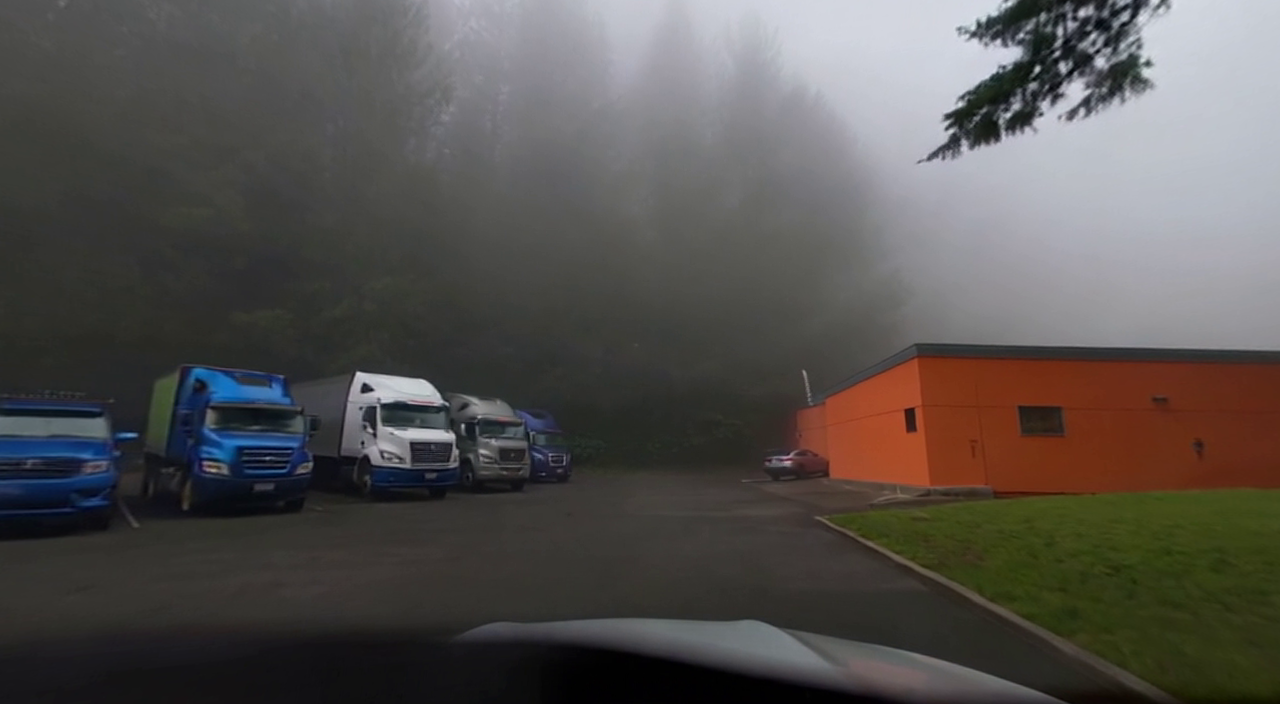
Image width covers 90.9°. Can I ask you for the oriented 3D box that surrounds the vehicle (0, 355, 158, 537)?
[{"bbox_3d":[-12.741,2.083,13.846,2.674,3.007,7.819,7,-12,-40],"label":"vehicle"}]

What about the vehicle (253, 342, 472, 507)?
[{"bbox_3d":[-9.829,2.623,21.051,2.948,4.069,11.906,8,-12,-41],"label":"vehicle"}]

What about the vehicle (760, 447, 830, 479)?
[{"bbox_3d":[7.927,5.605,32.127,3.473,1.506,1.809,8,-12,-44],"label":"vehicle"}]

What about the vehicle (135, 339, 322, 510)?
[{"bbox_3d":[-13.257,2.445,19.596,3.038,3.871,11.512,7,-12,-40],"label":"vehicle"}]
